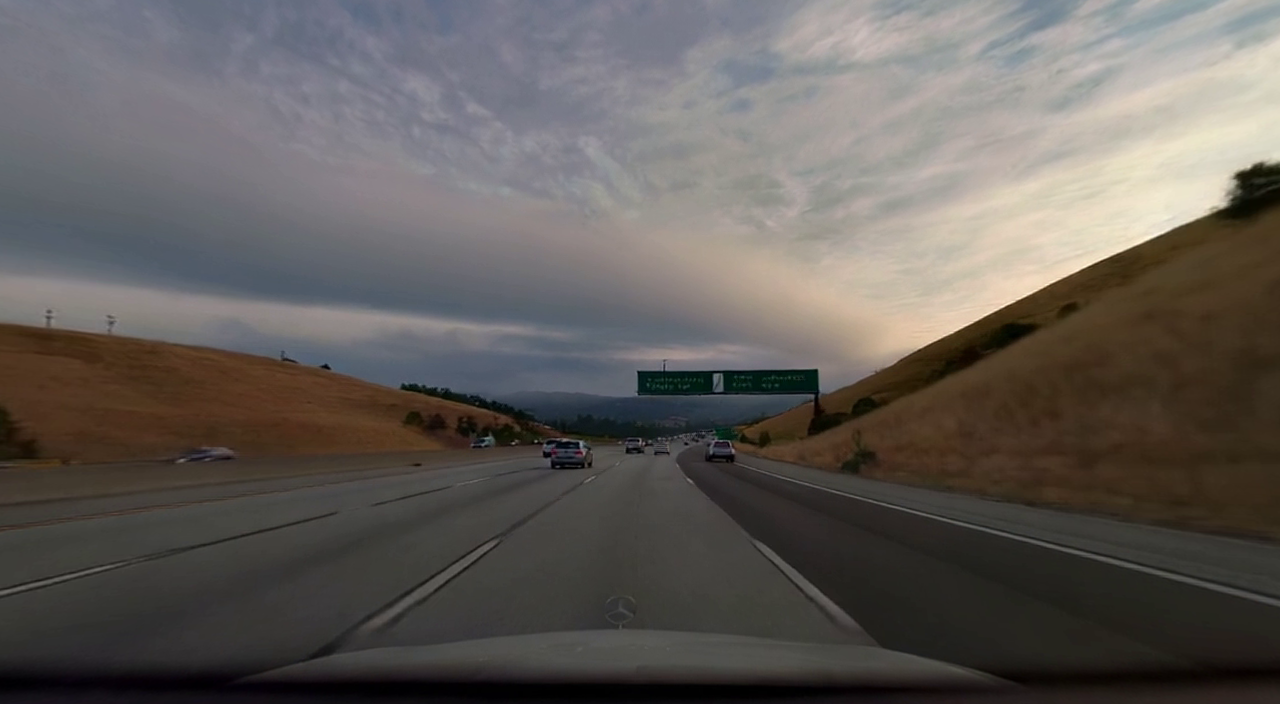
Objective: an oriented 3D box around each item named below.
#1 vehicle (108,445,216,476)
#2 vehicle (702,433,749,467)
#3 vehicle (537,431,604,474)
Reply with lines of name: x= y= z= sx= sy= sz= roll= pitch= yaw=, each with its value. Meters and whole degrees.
vehicle: x=-25.015 y=5.689 z=33.330 sx=1.814 sy=1.492 sz=4.803 roll=-1 pitch=-8 yaw=2
vehicle: x=4.870 y=5.665 z=36.634 sx=2.164 sy=1.788 sz=4.500 roll=0 pitch=-8 yaw=1
vehicle: x=-2.918 y=4.361 z=27.593 sx=2.166 sy=1.700 sz=4.661 roll=-1 pitch=-9 yaw=3
